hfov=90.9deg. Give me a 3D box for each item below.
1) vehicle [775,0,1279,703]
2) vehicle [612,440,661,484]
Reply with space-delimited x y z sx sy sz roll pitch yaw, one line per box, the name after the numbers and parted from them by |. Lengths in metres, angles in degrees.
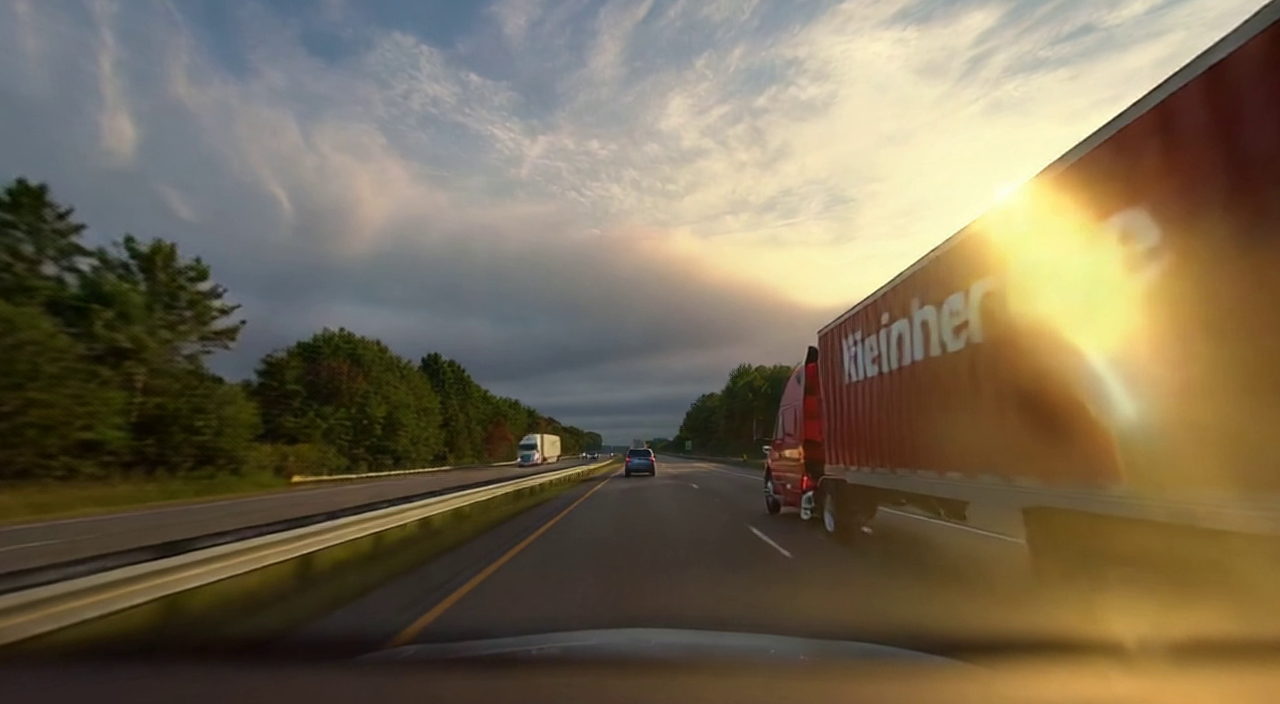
4.354 0.355 6.594 3.030 3.985 12.707 0 -9 0 | vehicle
-0.146 5.035 29.180 2.105 1.865 4.102 0 -9 0 | vehicle
